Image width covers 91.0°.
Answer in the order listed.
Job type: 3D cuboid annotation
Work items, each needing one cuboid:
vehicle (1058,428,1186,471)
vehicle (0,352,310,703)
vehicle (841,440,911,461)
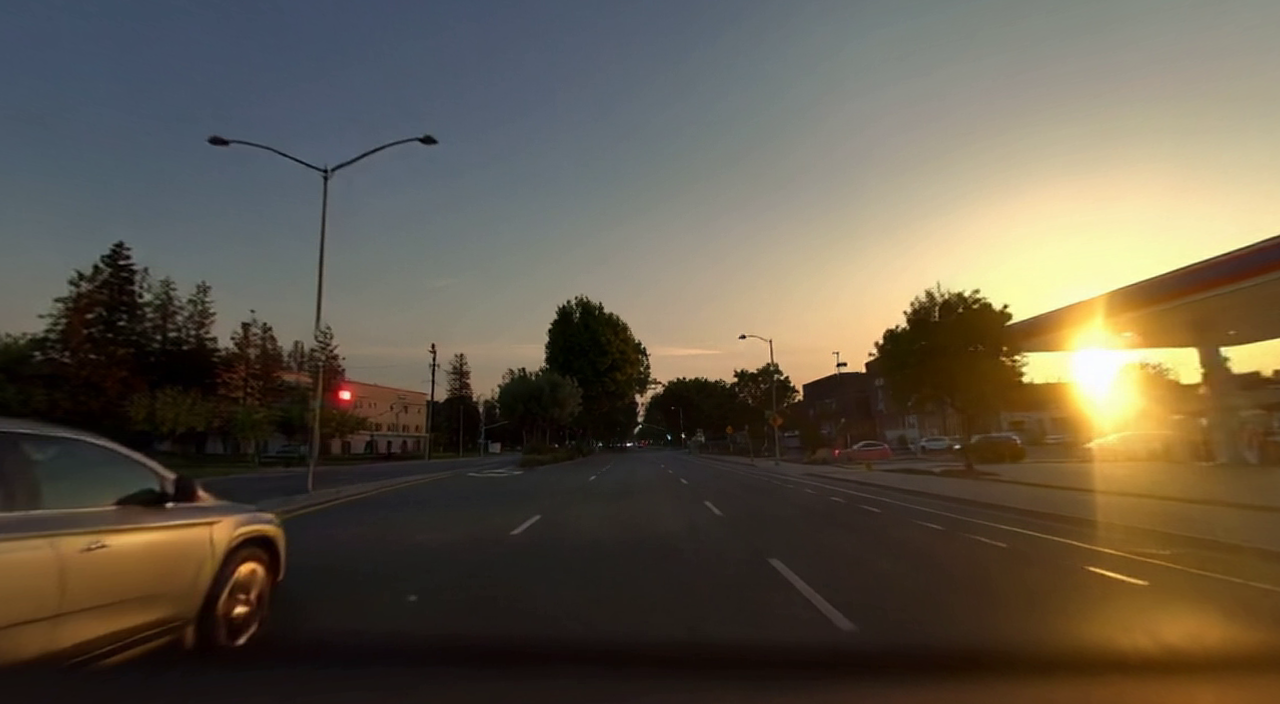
[{"bbox_3d":[23.237,4.700,30.667,2.302,1.795,4.724,-2,-8,-3],"label":"vehicle"},{"bbox_3d":[-3.391,0.801,2.090,2.039,1.656,4.710,0,-9,0],"label":"vehicle"},{"bbox_3d":[17.983,7.553,48.129,4.671,1.466,1.937,0,-10,5],"label":"vehicle"}]
